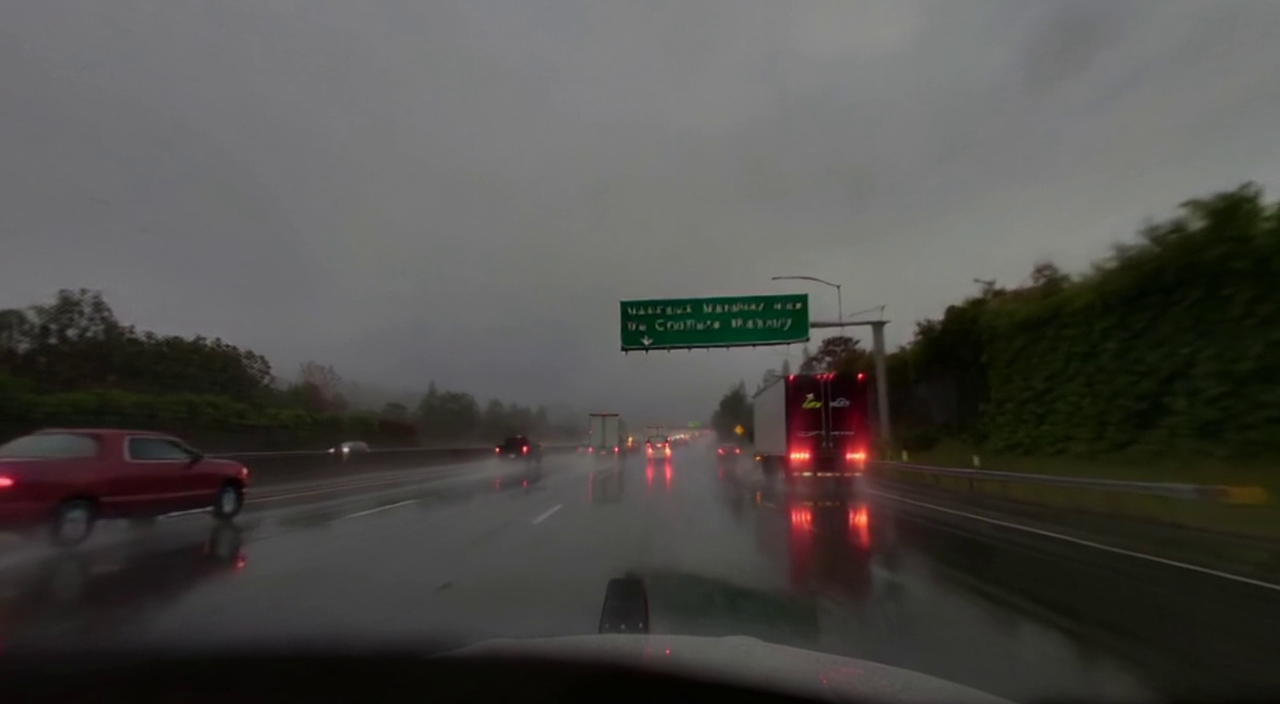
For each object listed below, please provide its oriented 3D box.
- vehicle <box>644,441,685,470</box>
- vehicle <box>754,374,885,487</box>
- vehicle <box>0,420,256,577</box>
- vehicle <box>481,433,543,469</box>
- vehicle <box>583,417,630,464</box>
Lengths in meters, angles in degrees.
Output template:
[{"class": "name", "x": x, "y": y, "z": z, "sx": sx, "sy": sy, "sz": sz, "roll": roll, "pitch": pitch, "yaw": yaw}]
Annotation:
[{"class": "vehicle", "x": 1.270, "y": 5.638, "z": 34.550, "sx": 2.105, "sy": 1.502, "sz": 4.068, "roll": 0, "pitch": -9, "yaw": 1}, {"class": "vehicle", "x": 6.261, "y": 2.997, "z": 23.461, "sx": 2.895, "sy": 3.484, "sz": 7.631, "roll": 0, "pitch": -9, "yaw": 3}, {"class": "vehicle", "x": -7.075, "y": 1.632, "z": 7.572, "sx": 1.950, "sy": 1.485, "sz": 4.589, "roll": 0, "pitch": -9, "yaw": 1}, {"class": "vehicle", "x": -7.010, "y": 5.508, "z": 35.193, "sx": 2.272, "sy": 1.850, "sz": 5.156, "roll": 0, "pitch": -9, "yaw": 2}, {"class": "vehicle", "x": -2.304, "y": 6.494, "z": 46.171, "sx": 2.745, "sy": 3.156, "sz": 7.608, "roll": 0, "pitch": -9, "yaw": 3}]
